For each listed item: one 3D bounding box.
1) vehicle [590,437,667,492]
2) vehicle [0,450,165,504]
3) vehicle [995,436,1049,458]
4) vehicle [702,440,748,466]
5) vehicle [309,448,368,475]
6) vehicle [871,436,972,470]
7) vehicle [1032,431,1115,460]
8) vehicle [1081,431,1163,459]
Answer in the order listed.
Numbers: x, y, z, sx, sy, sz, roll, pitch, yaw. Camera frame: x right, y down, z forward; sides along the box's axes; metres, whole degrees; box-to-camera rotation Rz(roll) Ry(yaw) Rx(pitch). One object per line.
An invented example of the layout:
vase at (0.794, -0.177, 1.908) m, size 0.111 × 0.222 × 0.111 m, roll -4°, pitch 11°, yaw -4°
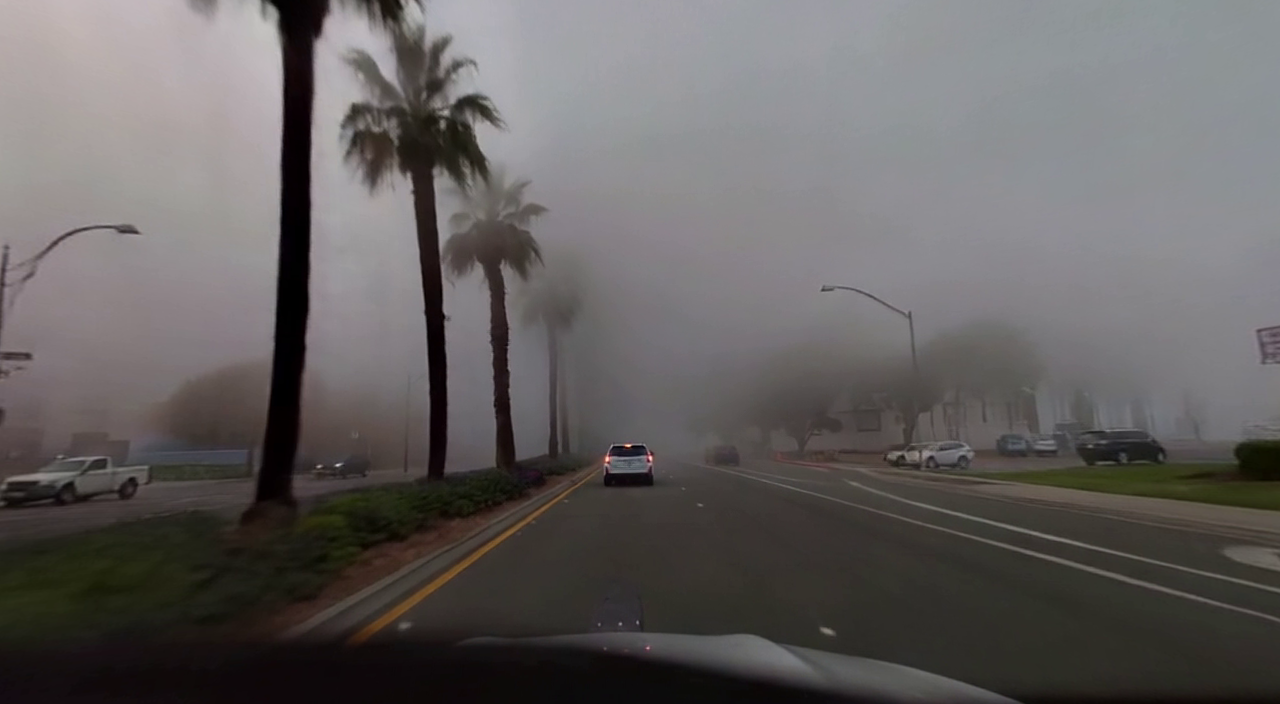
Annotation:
vehicle at (-0.323, 3.431, 19.470) m, size 2.106 × 1.496 × 3.964 m, roll 0°, pitch -9°, yaw 0°
vehicle at (-19.190, 4.249, 22.009) m, size 2.021 × 1.666 × 4.247 m, roll 0°, pitch -9°, yaw -1°
vehicle at (27.141, 6.762, 44.979) m, size 1.709 × 1.455 × 3.449 m, roll 0°, pitch -9°, yaw 1°
vehicle at (5.620, 6.775, 42.356) m, size 2.244 × 1.618 × 4.585 m, roll 0°, pitch -9°, yaw -2°
vehicle at (-19.536, 7.081, 41.127) m, size 1.862 × 1.606 × 4.071 m, roll 0°, pitch -9°, yaw -1°
vehicle at (14.984, 5.404, 33.792) m, size 4.358 × 1.732 × 2.129 m, roll 0°, pitch -9°, yaw -3°
vehicle at (26.948, 5.880, 39.498) m, size 2.045 × 1.690 × 4.761 m, roll -1°, pitch -9°, yaw 3°
vehicle at (29.815, 5.810, 39.244) m, size 1.890 × 1.640 × 4.064 m, roll 0°, pitch -9°, yaw 2°
